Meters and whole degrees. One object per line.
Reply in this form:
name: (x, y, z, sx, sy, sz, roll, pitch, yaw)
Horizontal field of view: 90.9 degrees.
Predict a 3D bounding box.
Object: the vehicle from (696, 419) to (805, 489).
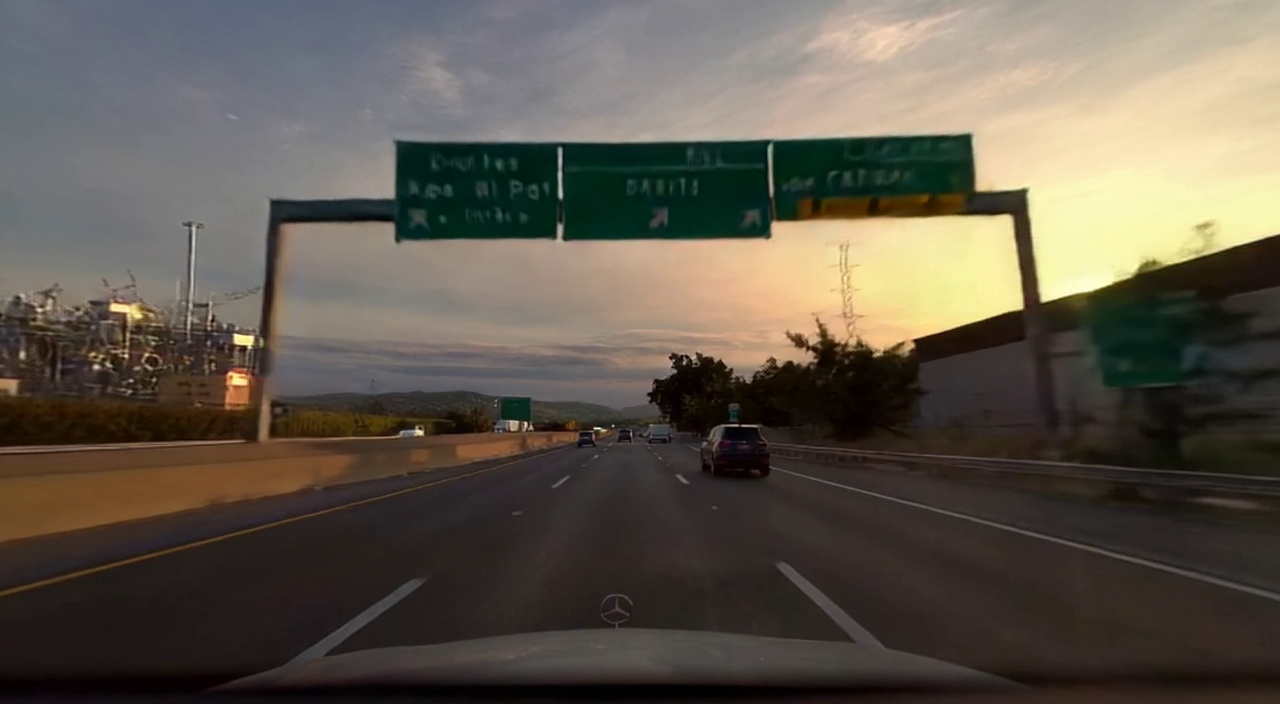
vehicle: (2.807, 2.706, 17.037, 2.022, 1.637, 4.229, 0, -8, -2)
